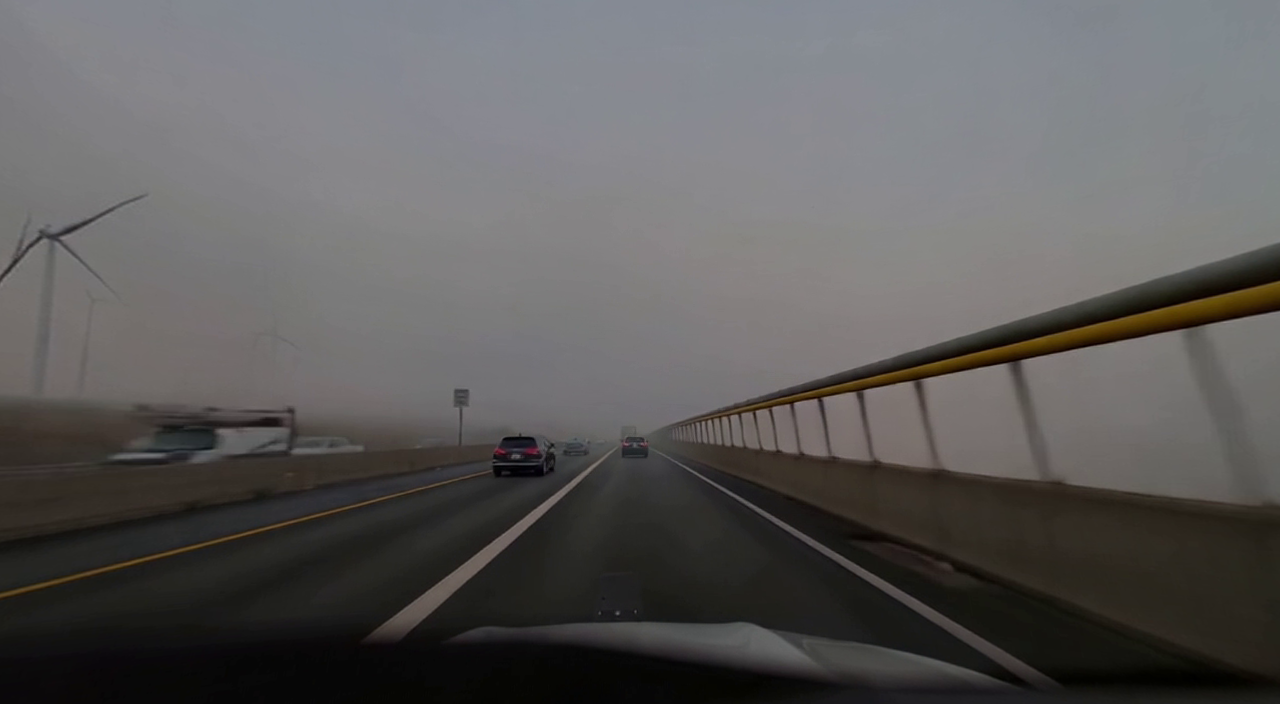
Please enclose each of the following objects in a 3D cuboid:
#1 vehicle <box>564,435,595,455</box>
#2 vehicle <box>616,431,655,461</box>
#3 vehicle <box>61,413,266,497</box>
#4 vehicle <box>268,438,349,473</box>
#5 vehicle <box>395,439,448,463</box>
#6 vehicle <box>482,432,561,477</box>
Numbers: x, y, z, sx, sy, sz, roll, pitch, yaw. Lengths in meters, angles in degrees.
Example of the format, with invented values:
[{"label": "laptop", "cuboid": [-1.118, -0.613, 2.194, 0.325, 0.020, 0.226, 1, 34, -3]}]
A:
[{"label": "vehicle", "cuboid": [-4.518, 7.006, 47.473, 2.059, 1.436, 3.802, 0, -8, -1]}, {"label": "vehicle", "cuboid": [-0.291, 5.186, 34.813, 2.027, 1.550, 3.607, 0, -8, -1]}, {"label": "vehicle", "cuboid": [-13.528, 2.931, 18.436, 2.055, 2.120, 5.013, 0, -8, -1]}, {"label": "vehicle", "cuboid": [-18.026, 5.615, 34.547, 2.026, 1.726, 4.400, 0, -7, 0]}, {"label": "vehicle", "cuboid": [-14.223, 6.454, 41.244, 1.876, 1.452, 4.670, 0, -8, -1]}, {"label": "vehicle", "cuboid": [-4.138, 3.642, 22.803, 1.998, 1.468, 4.635, 0, -8, 0]}]
